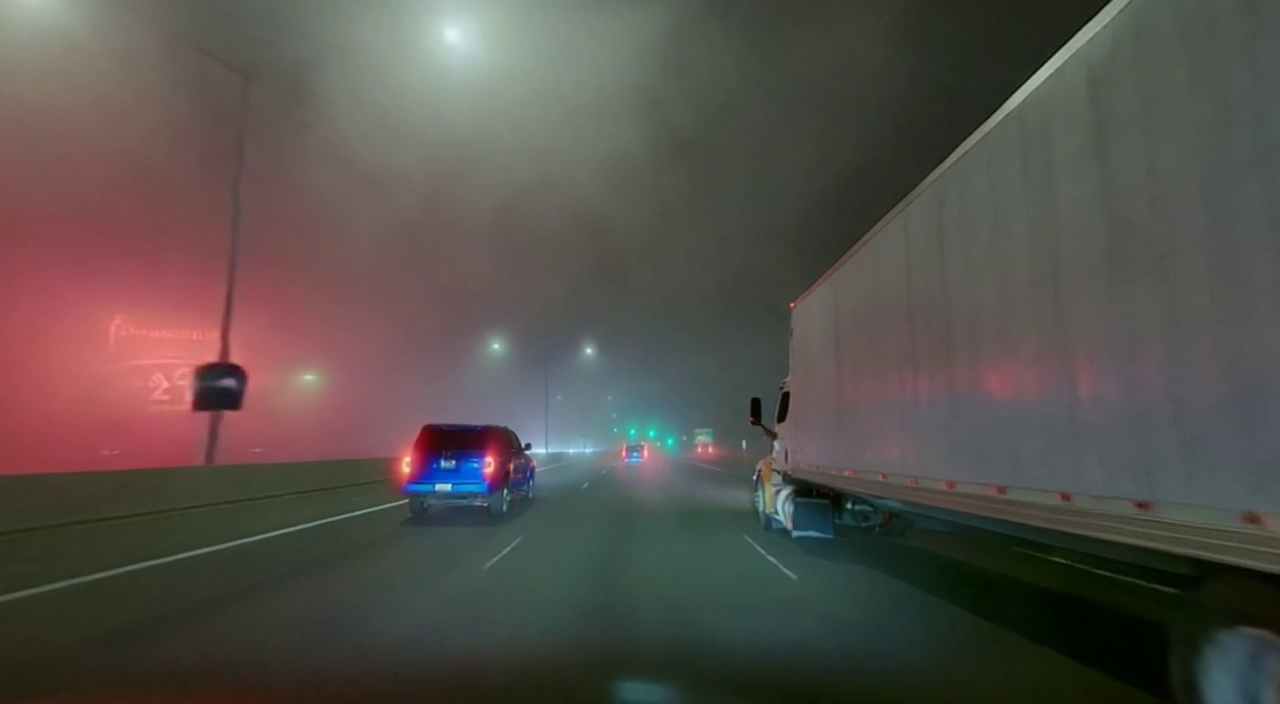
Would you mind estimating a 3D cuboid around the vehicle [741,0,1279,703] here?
[{"bbox_3d":[3.353,0.502,5.549,2.934,3.325,10.986,0,-9,-1],"label":"vehicle"}]

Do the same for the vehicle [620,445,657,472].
[{"bbox_3d":[-0.097,5.831,34.804,1.929,1.395,3.999,0,-8,0],"label":"vehicle"}]

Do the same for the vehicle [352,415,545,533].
[{"bbox_3d":[-3.308,2.237,12.172,2.229,1.806,4.698,0,-9,0],"label":"vehicle"}]
